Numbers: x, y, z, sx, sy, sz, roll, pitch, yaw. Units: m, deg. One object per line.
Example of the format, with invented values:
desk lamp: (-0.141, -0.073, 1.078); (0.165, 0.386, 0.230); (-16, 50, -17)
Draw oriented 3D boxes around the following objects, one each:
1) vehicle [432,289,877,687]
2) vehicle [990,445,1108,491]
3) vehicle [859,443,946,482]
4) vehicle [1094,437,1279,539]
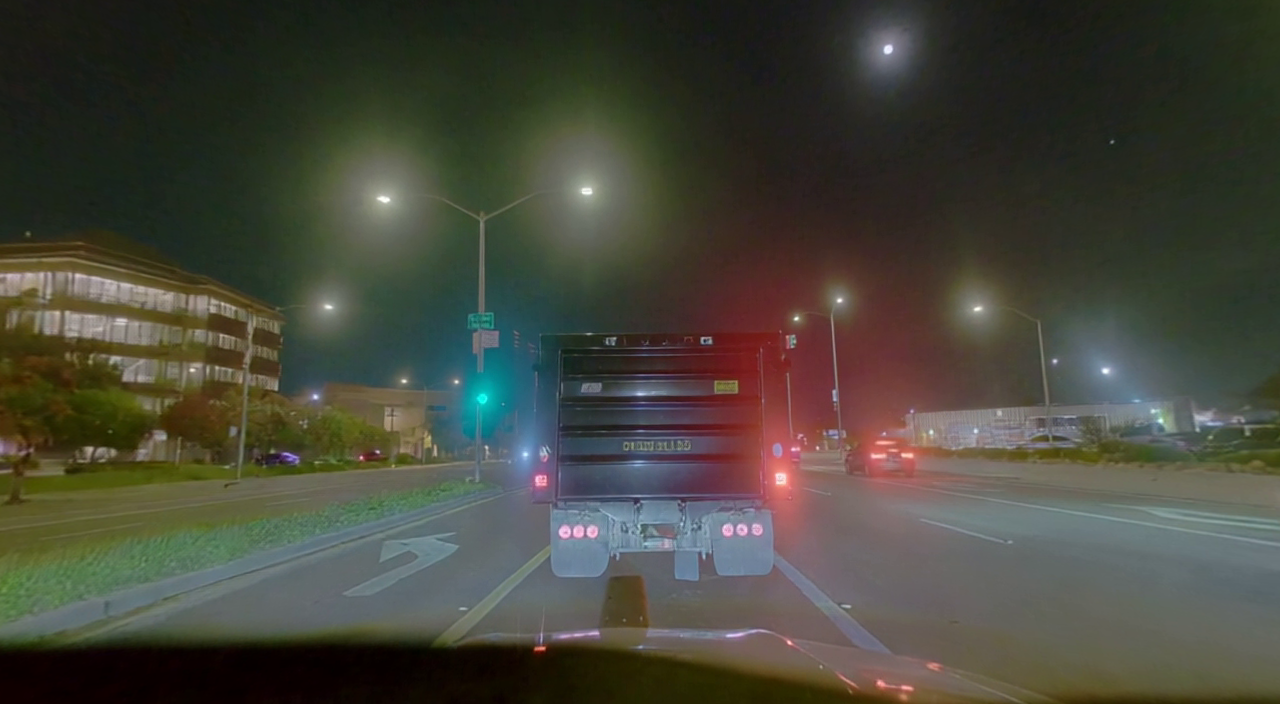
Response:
vehicle: (0.231, 1.302, 7.389); (2.650, 2.391, 7.008); (-1, -8, 3)
vehicle: (14.273, 4.024, 22.256); (1.702, 1.475, 3.670); (-1, -8, 1)
vehicle: (10.817, 4.563, 26.290); (1.907, 1.465, 4.077); (-1, -8, 1)
vehicle: (10.365, 2.170, 10.540); (2.071, 1.477, 4.726); (-1, -8, 1)
